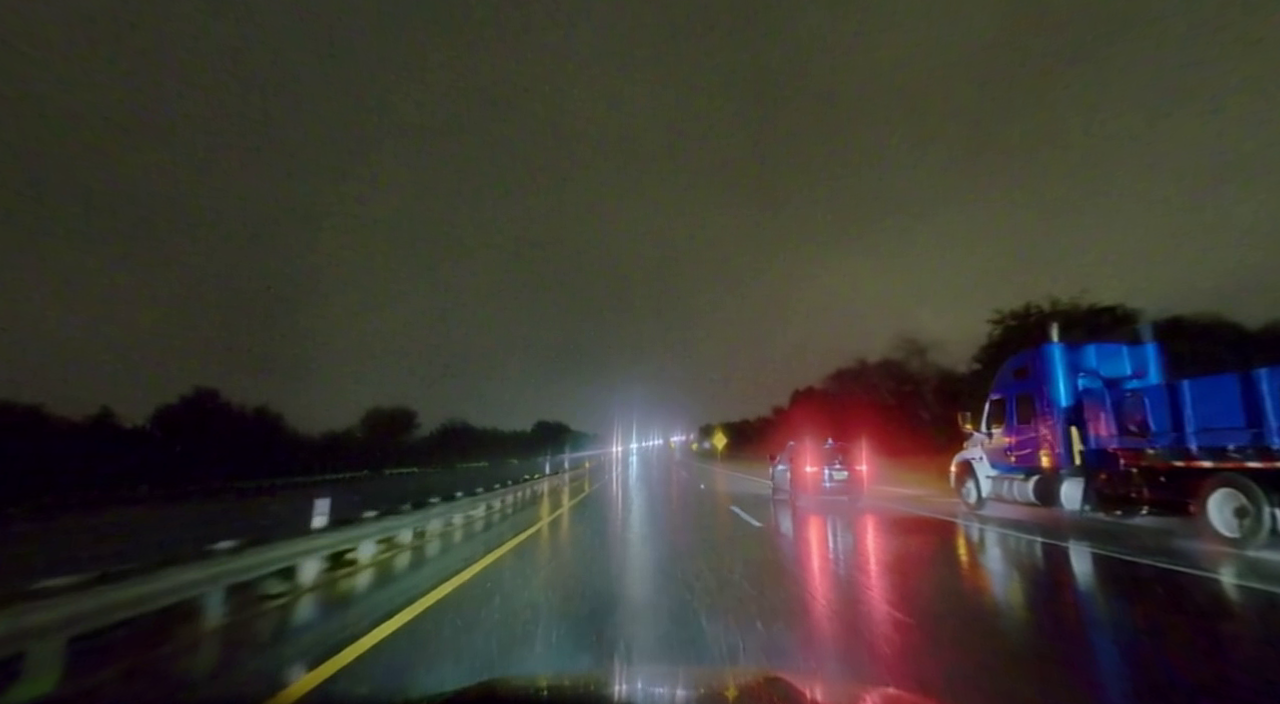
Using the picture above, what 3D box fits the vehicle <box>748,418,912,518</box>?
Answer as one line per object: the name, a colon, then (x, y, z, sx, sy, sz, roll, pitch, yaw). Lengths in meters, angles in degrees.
vehicle: (4.317, 2.765, 15.490, 2.309, 2.003, 5.139, 0, -9, -1)
